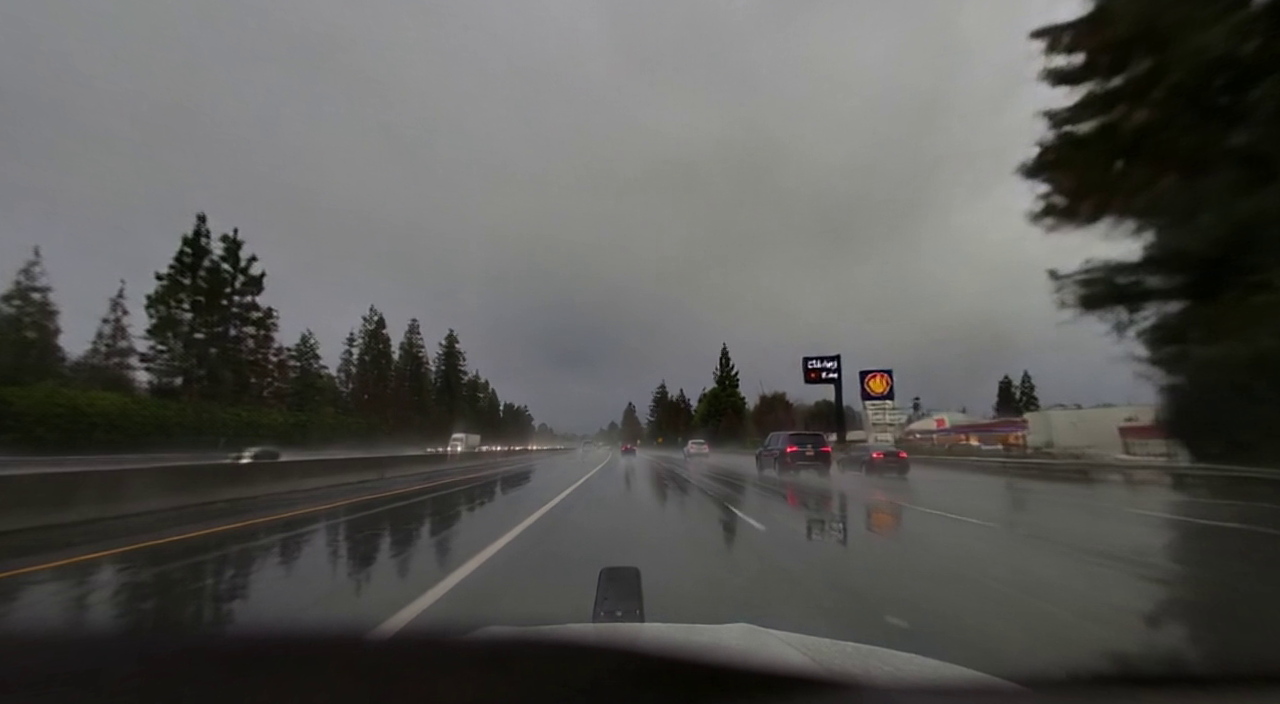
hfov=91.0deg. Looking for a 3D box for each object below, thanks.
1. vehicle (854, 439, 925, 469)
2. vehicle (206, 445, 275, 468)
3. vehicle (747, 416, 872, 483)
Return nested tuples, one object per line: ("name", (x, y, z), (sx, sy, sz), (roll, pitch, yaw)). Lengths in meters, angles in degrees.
("vehicle", (14.127, 5.796, 35.904), (2.072, 1.611, 4.387), (0, -8, -2))
("vehicle", (-28.662, 7.486, 45.298), (1.987, 1.600, 4.662), (0, -8, -1))
("vehicle", (6.707, 4.042, 26.388), (2.779, 2.339, 8.073), (0, -8, -2))
